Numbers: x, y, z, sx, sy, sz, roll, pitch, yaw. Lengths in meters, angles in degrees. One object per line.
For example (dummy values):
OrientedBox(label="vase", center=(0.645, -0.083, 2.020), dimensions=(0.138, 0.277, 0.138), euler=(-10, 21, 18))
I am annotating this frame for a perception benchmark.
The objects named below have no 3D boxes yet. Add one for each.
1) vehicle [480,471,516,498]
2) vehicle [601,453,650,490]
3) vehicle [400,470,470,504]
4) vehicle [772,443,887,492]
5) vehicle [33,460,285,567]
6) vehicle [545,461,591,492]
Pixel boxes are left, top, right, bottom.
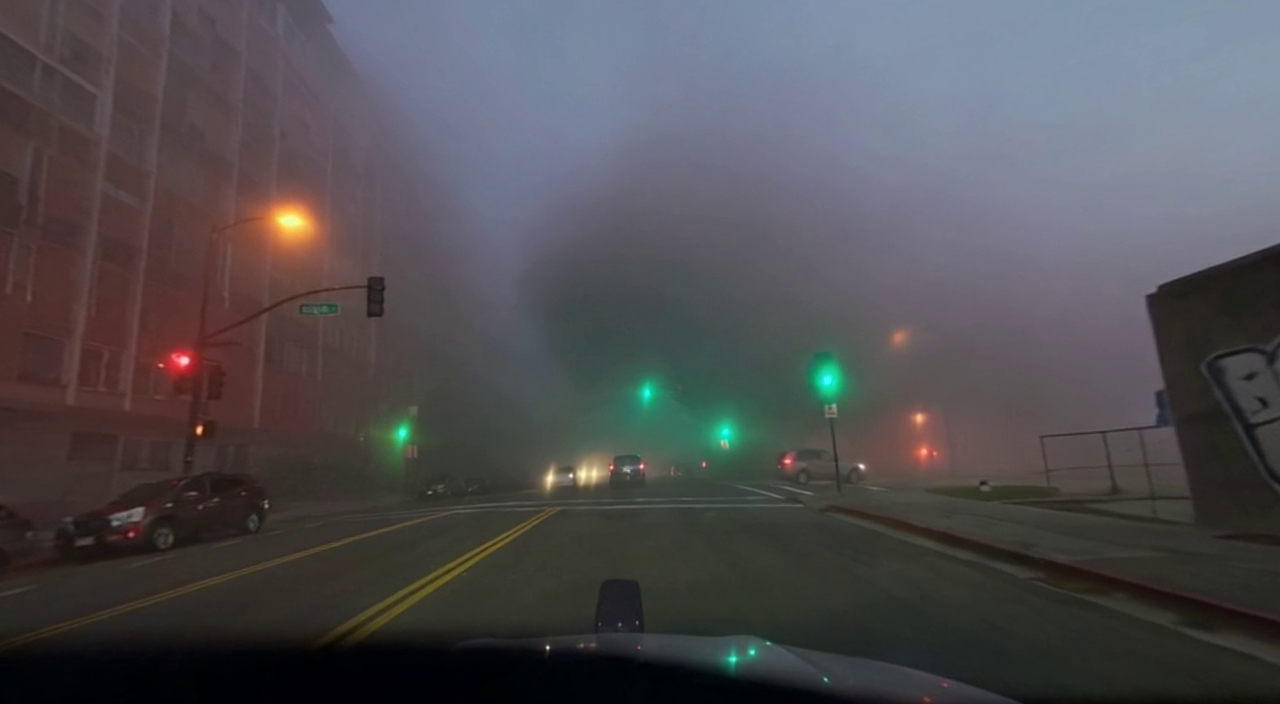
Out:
OrientedBox(label="vehicle", center=(-11.132, 10.397, 49.731), dimensions=(1.859, 1.780, 3.947), euler=(0, -8, 1))
OrientedBox(label="vehicle", center=(-0.649, 5.671, 30.269), dimensions=(2.166, 1.579, 4.300), euler=(0, -8, 0))
OrientedBox(label="vehicle", center=(-10.547, 6.964, 32.869), dimensions=(2.070, 1.476, 4.508), euler=(0, -8, 1))
OrientedBox(label="vehicle", center=(7.726, 4.622, 25.693), dimensions=(4.292, 1.761, 2.207), euler=(5, -10, -34))
OrientedBox(label="vehicle", center=(-10.812, 3.575, 14.845), dimensions=(2.199, 1.717, 4.888), euler=(-6, -8, -1))
OrientedBox(label="vehicle", center=(-4.041, 7.049, 35.970), dimensions=(2.095, 1.447, 4.202), euler=(-2, -8, 0))
